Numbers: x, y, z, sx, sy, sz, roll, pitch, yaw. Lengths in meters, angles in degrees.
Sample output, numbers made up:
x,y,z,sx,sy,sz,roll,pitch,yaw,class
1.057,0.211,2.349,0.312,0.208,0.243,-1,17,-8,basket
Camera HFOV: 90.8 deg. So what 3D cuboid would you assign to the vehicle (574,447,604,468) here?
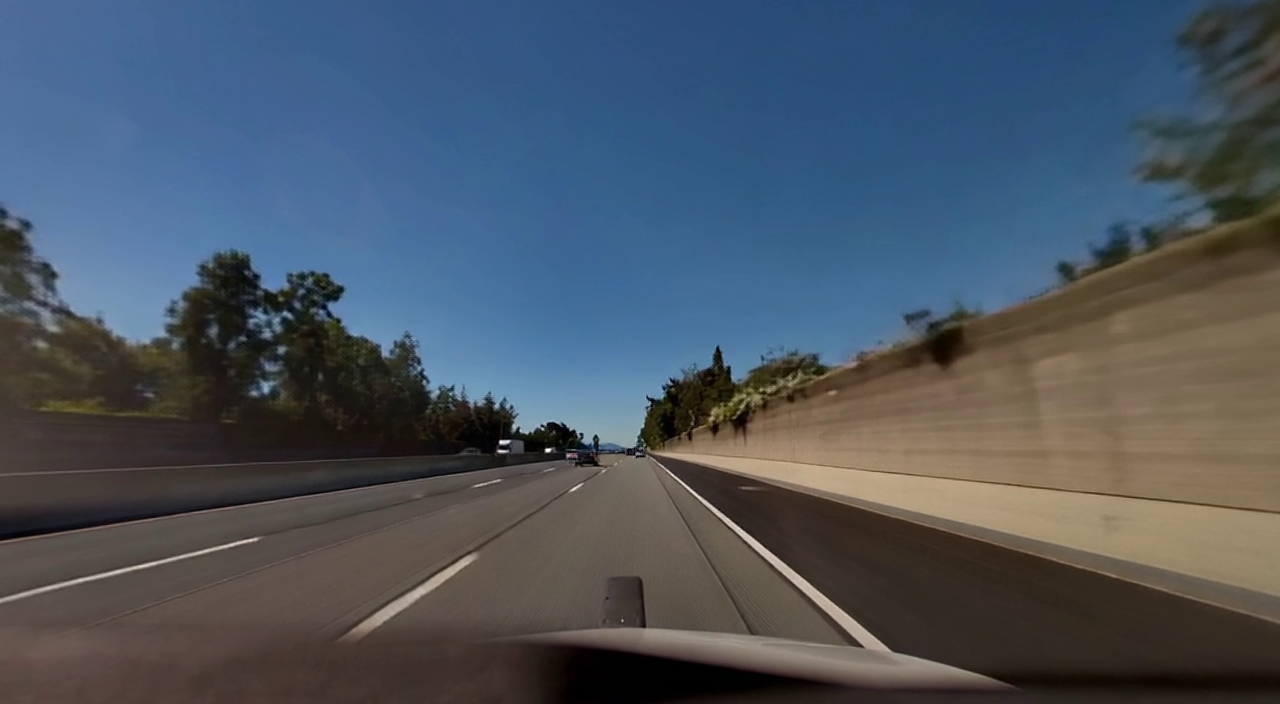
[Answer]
x,y,z,sx,sy,sz,roll,pitch,yaw,class
-3.798,7.905,47.426,1.893,1.521,3.742,0,-9,0,vehicle
